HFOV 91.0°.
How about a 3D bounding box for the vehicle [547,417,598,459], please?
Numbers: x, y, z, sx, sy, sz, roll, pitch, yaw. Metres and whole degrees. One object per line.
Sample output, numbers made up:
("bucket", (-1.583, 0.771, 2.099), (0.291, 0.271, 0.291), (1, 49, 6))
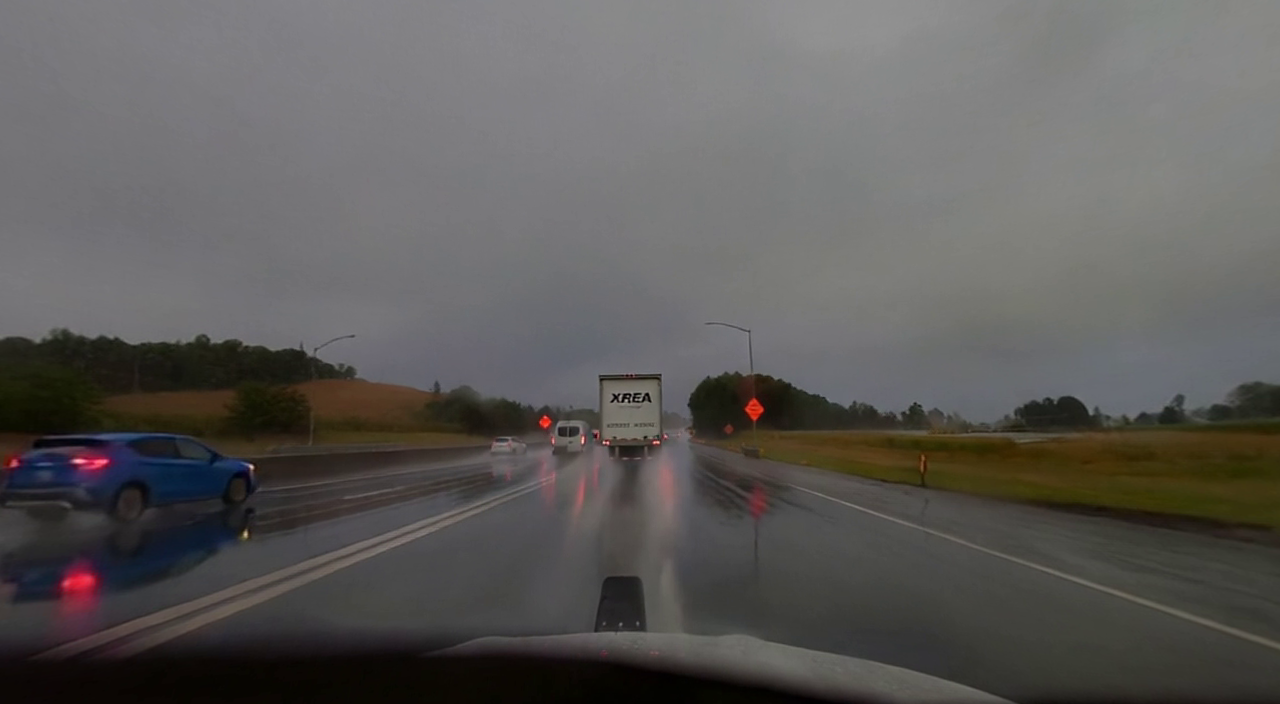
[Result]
("vehicle", (-4.361, 5.751, 41.875), (2.469, 2.615, 5.874), (0, -8, 2))

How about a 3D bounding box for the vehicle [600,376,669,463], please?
("vehicle", (-0.167, 3.962, 33.994), (3.183, 4.011, 9.617), (0, -10, 1))

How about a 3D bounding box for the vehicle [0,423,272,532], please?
("vehicle", (-8.950, 2.093, 11.187), (1.915, 1.506, 4.594), (0, -8, 2))
